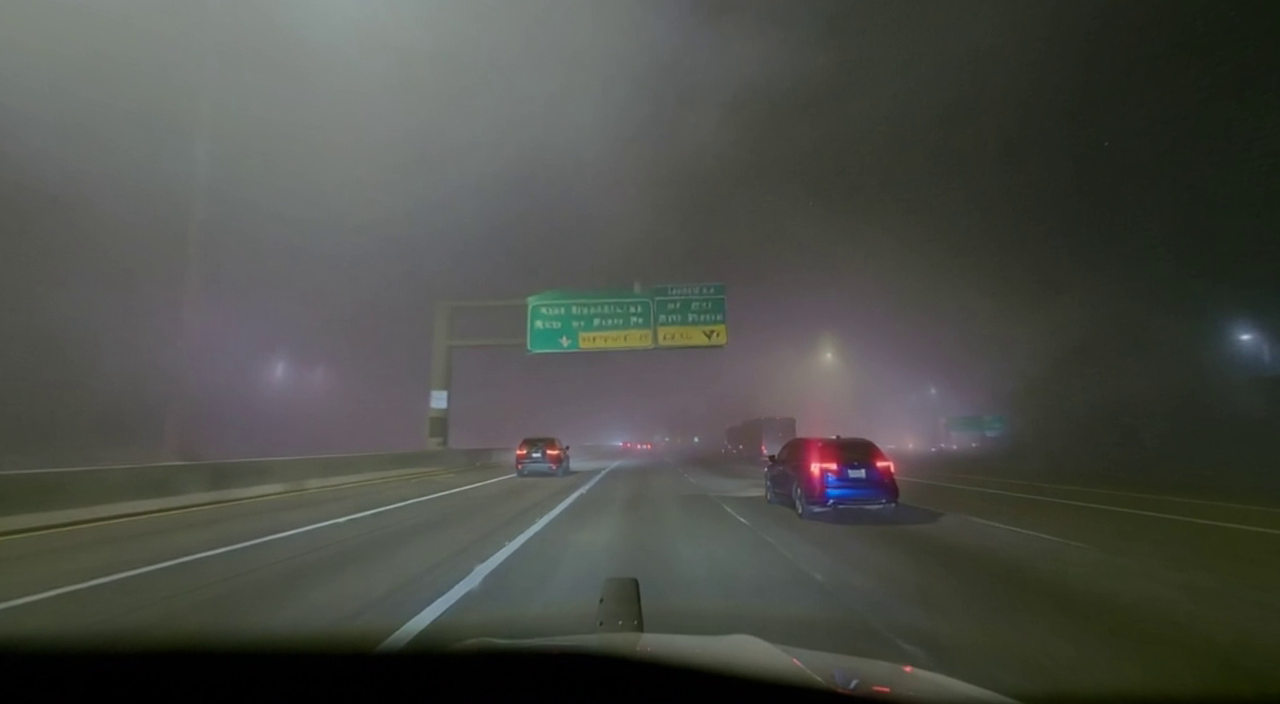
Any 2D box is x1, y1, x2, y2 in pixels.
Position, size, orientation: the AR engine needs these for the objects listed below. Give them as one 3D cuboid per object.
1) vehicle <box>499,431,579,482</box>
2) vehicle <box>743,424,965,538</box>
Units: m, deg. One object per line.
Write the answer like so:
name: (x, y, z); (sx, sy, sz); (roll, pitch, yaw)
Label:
vehicle: (-3.714, 3.943, 24.084); (2.193, 1.746, 4.512); (0, -8, 1)
vehicle: (3.369, 2.146, 11.229); (2.107, 1.550, 4.949); (0, -8, -1)
